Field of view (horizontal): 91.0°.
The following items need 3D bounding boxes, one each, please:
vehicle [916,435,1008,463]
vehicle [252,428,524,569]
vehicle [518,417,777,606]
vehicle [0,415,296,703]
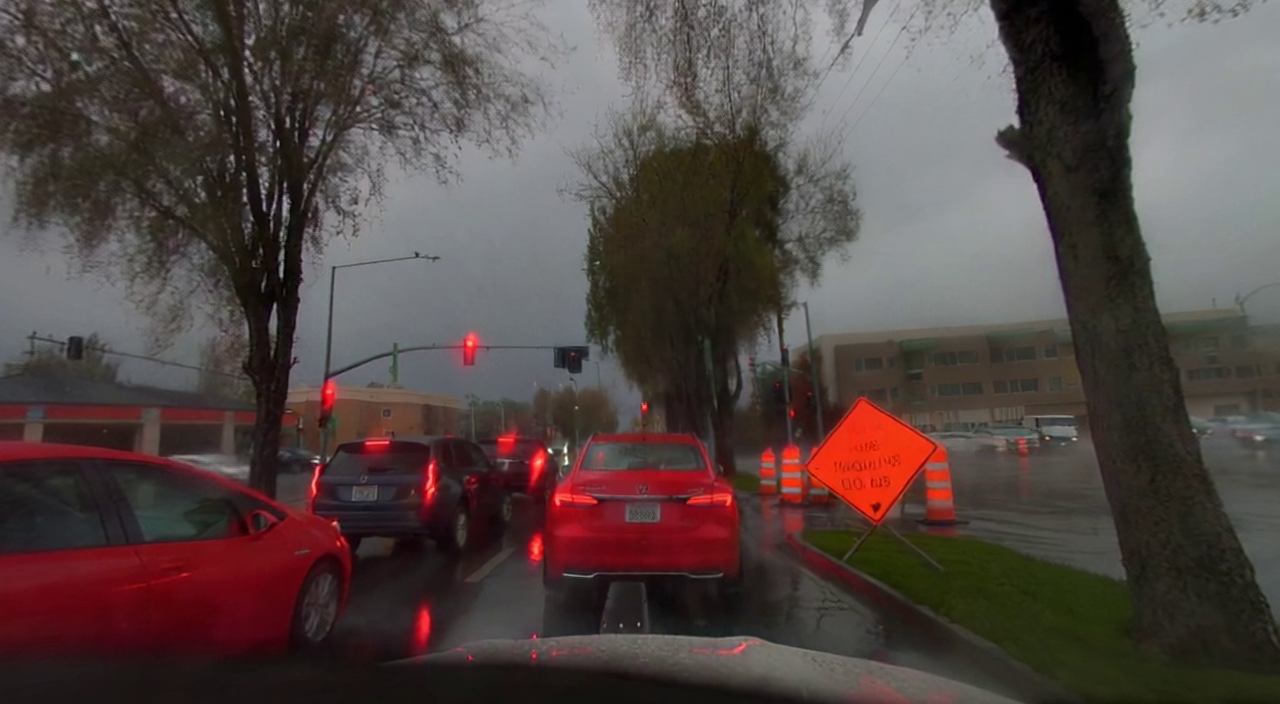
[{"bbox_3d":[20.745,6.281,40.706,4.827,1.729,1.986,0,-9,1],"label":"vehicle"},{"bbox_3d":[-3.276,1.996,9.451,1.989,1.541,4.626,0,-9,2],"label":"vehicle"},{"bbox_3d":[0.105,1.623,7.212,2.167,1.560,3.676,0,-9,1],"label":"vehicle"},{"bbox_3d":[-3.584,0.945,2.147,2.064,1.497,4.722,0,-9,1],"label":"vehicle"}]
